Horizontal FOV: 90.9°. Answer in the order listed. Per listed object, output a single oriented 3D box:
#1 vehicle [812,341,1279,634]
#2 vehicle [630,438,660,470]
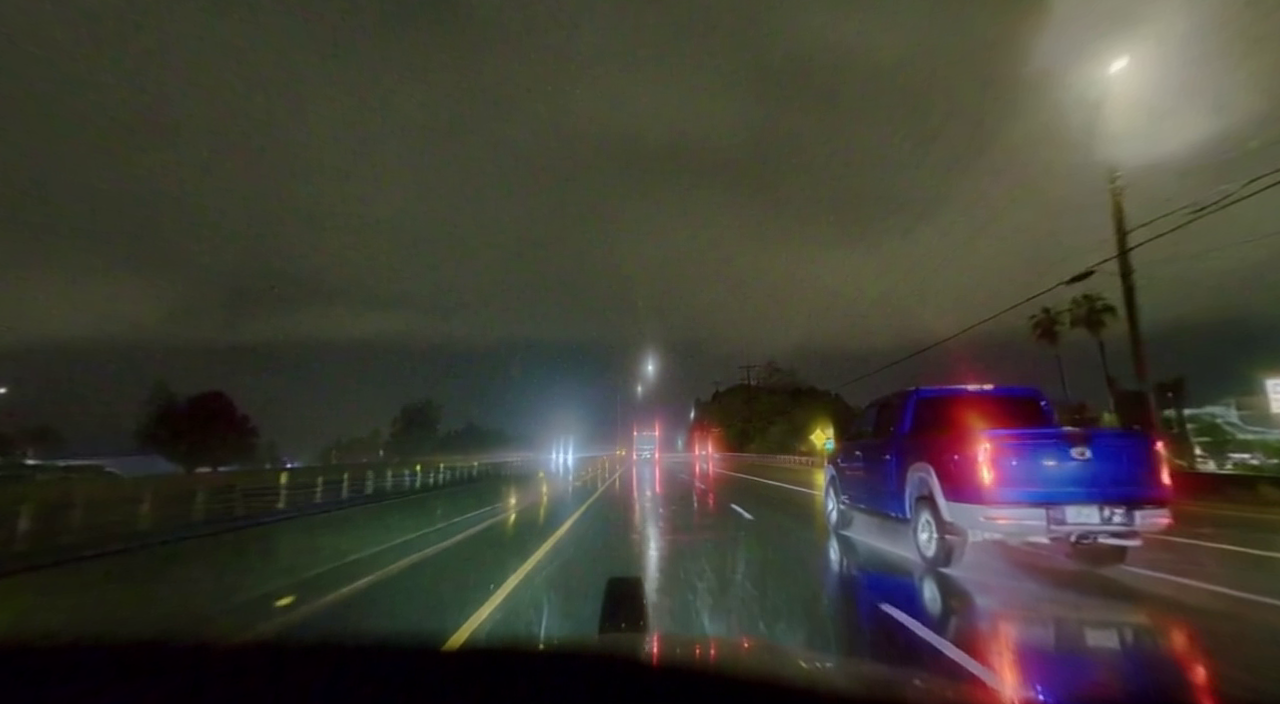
[{"bbox_3d":[4.166,1.406,7.562,2.594,2.155,5.670,0,-9,0],"label":"vehicle"},{"bbox_3d":[0.327,7.604,47.214,2.099,2.260,4.899,0,-8,0],"label":"vehicle"}]
